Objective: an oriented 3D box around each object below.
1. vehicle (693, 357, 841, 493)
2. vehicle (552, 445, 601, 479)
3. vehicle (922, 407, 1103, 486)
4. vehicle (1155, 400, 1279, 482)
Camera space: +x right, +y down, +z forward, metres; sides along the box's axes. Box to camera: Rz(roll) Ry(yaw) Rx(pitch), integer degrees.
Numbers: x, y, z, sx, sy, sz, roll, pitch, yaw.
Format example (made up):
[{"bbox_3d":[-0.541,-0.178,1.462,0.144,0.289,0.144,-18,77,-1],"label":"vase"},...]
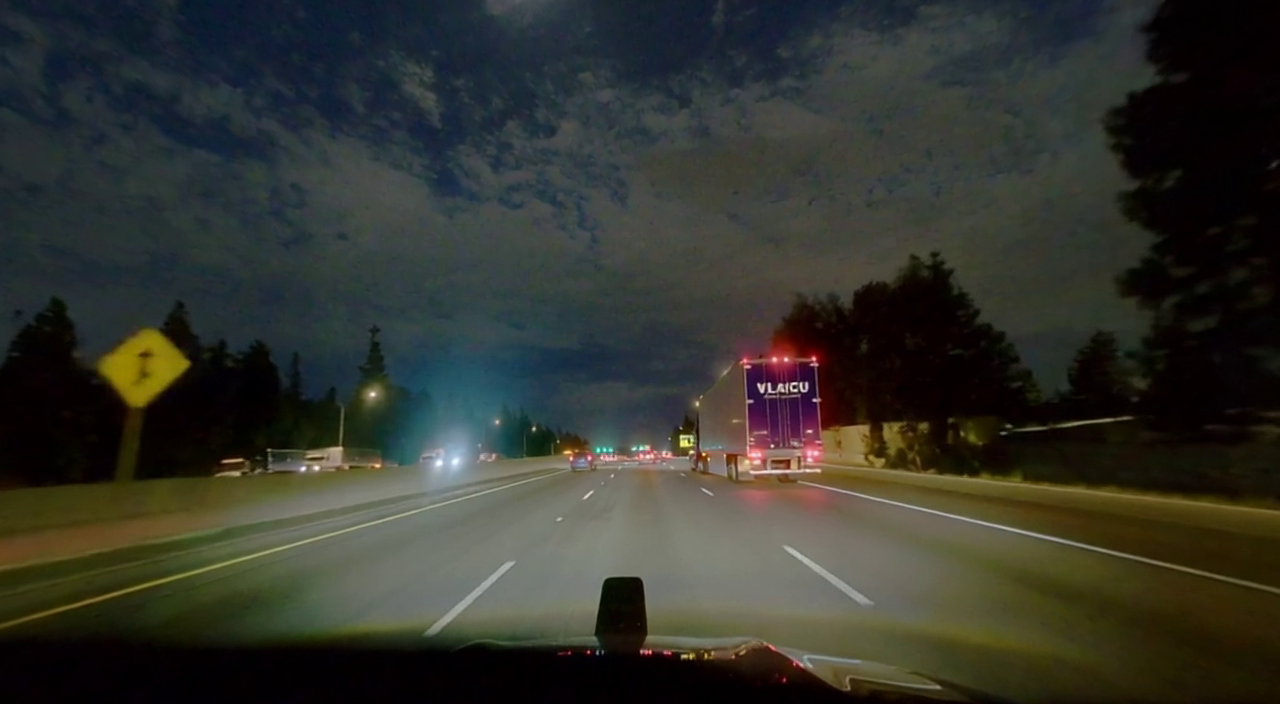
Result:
[{"bbox_3d":[4.368,3.235,25.940,2.847,4.075,14.244,0,-9,-1],"label":"vehicle"},{"bbox_3d":[-3.252,5.754,33.158,2.107,1.626,4.804,0,-9,-1],"label":"vehicle"},{"bbox_3d":[17.773,4.705,31.300,2.809,3.269,10.050,0,-9,0],"label":"vehicle"},{"bbox_3d":[34.462,4.541,32.459,2.942,4.130,11.672,7,-12,-44],"label":"vehicle"}]
